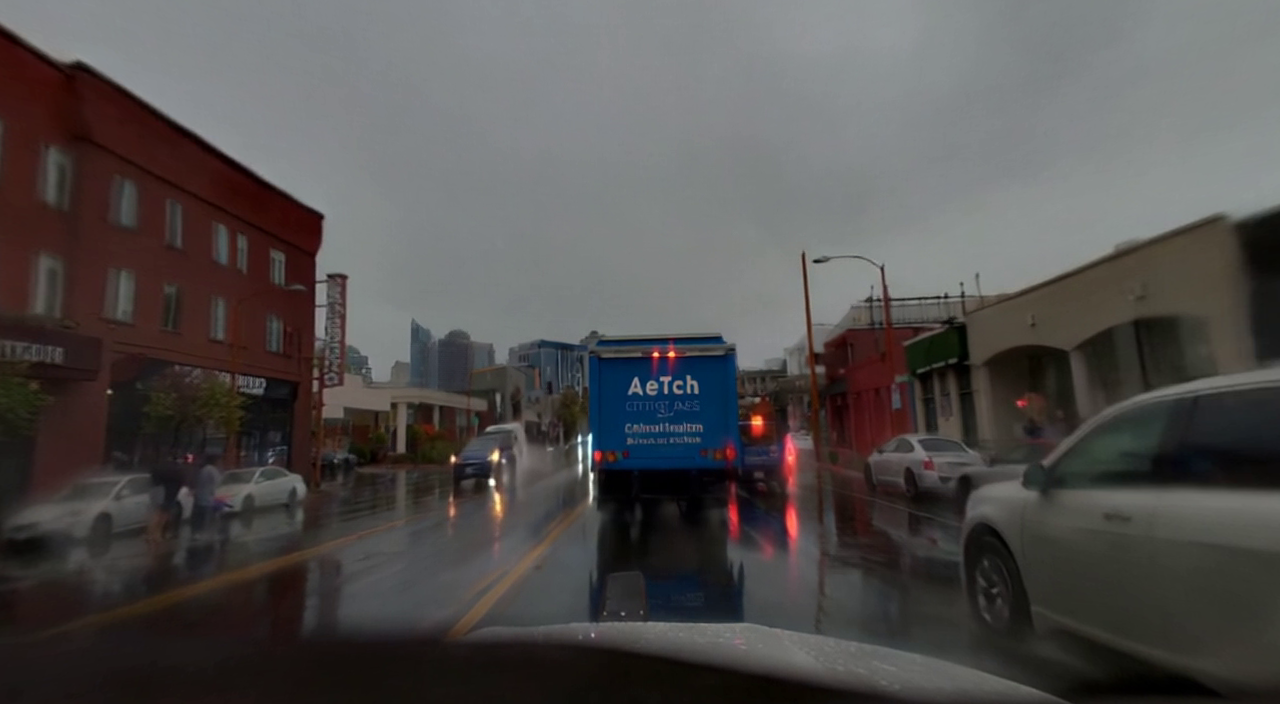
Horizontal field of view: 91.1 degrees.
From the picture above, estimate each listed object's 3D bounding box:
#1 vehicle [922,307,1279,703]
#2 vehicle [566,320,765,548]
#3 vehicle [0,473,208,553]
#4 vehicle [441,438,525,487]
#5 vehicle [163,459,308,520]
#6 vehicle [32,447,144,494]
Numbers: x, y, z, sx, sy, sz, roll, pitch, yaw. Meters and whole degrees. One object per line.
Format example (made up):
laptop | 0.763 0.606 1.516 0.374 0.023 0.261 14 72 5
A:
vehicle | 3.384 0.828 2.893 2.104 1.786 4.498 0 -8 1
vehicle | 0.222 1.479 11.209 2.517 2.926 6.177 0 -8 -2
vehicle | -13.492 3.944 15.960 1.901 1.508 4.405 0 -8 -1
vehicle | -5.952 4.216 24.371 2.046 1.711 4.320 0 -8 1
vehicle | -13.374 4.527 21.131 1.943 1.682 4.365 0 -8 0
vehicle | -27.939 5.977 31.816 3.961 1.764 1.952 -6 -5 2
